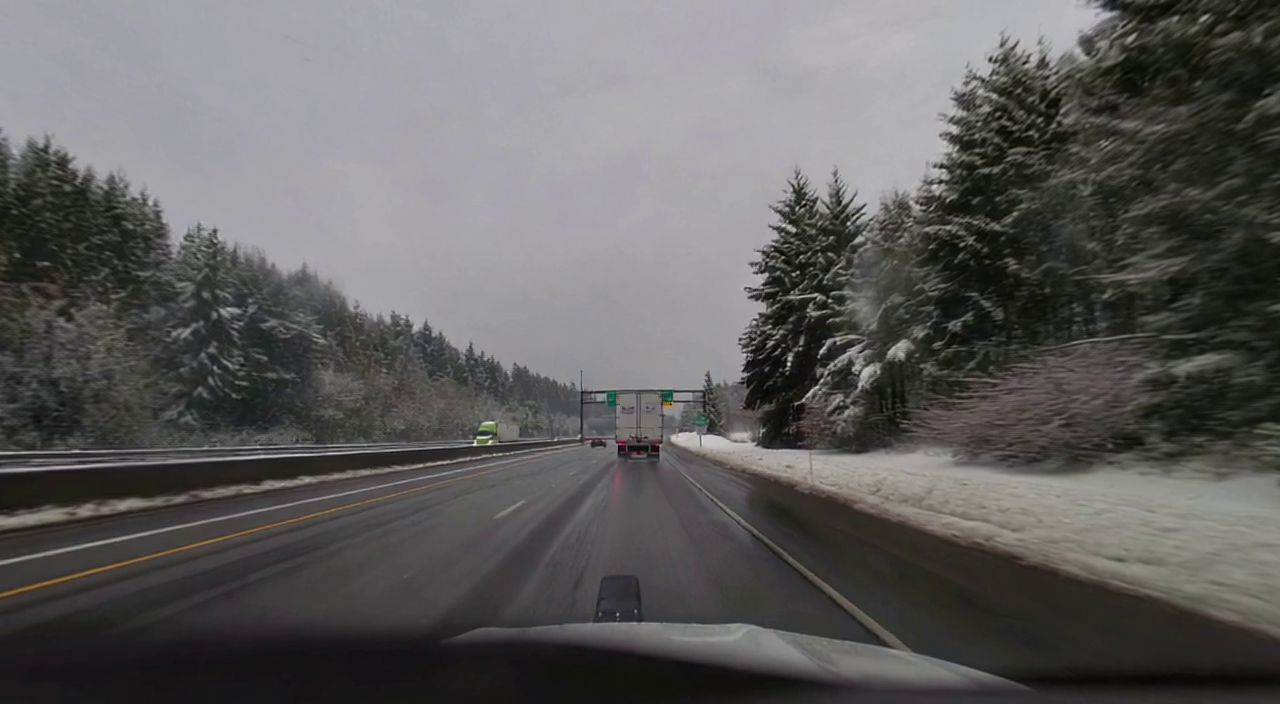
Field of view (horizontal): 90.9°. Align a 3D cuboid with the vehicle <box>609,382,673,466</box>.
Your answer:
[{"bbox_3d":[-0.025,3.808,32.466,2.855,3.741,8.587,0,-8,-1],"label":"vehicle"}]
